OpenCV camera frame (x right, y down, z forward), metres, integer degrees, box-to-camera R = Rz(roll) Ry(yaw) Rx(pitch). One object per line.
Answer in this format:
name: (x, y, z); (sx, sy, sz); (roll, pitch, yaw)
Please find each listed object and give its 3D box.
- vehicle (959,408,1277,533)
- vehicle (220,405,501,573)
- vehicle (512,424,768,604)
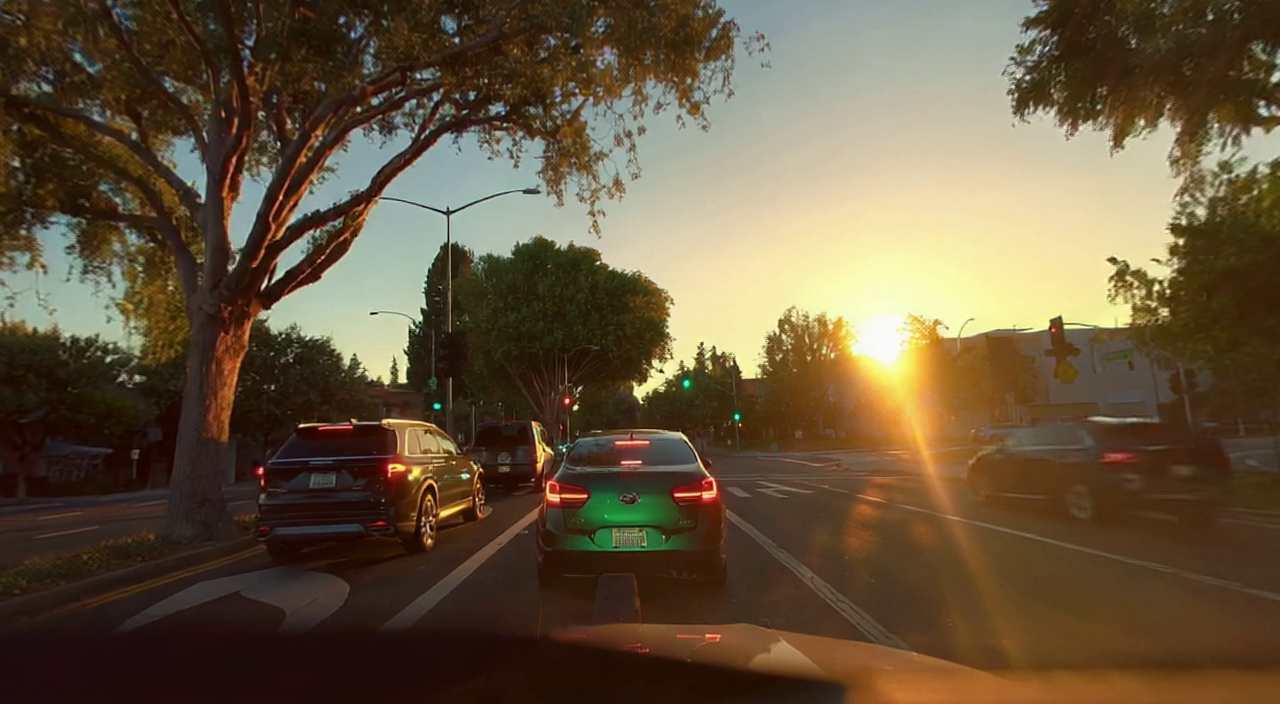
vehicle: (7.819, 1.984, 11.101); (2.059, 1.719, 4.443); (0, -8, 0)
vehicle: (-3.427, 1.758, 8.856); (2.046, 1.751, 4.208); (0, -8, -1)
vehicle: (-0.061, 1.642, 7.312); (2.126, 1.475, 3.967); (0, -8, -2)
